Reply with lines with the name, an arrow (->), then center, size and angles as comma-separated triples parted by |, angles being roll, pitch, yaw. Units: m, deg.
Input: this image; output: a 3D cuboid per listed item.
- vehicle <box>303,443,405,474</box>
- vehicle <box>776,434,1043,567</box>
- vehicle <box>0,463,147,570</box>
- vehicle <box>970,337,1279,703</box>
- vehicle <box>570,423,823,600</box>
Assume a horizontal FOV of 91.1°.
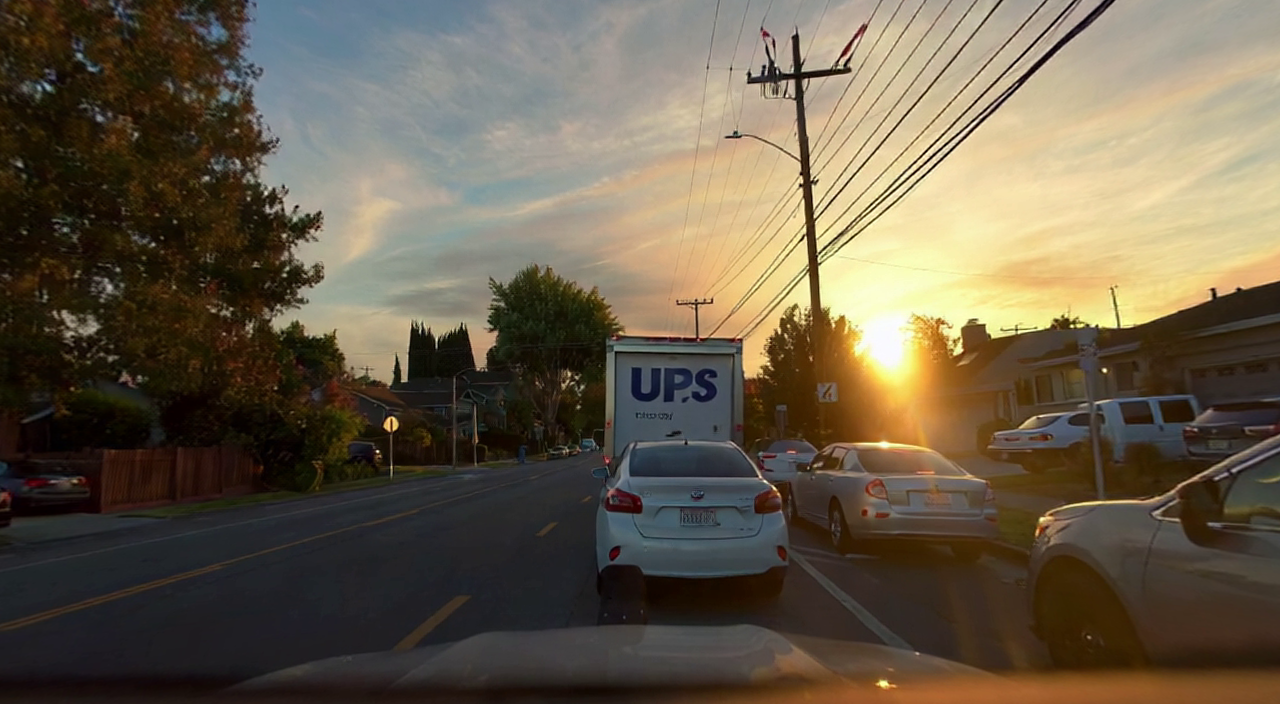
vehicle -> -17.411, 6.477, 38.313 | 5.274, 1.793, 1.921 | 0, -8, 3
vehicle -> 3.512, 2.006, 9.344 | 1.993, 1.479, 4.487 | 0, -8, 0
vehicle -> -10.350, 2.489, 9.485 | 1.925, 1.482, 4.753 | 0, -8, 0
vehicle -> 3.309, 0.772, 1.926 | 2.069, 1.722, 4.888 | 0, -8, 2
vehicle -> 0.480, 1.692, 7.619 | 2.158, 1.499, 4.377 | 0, -8, 0
